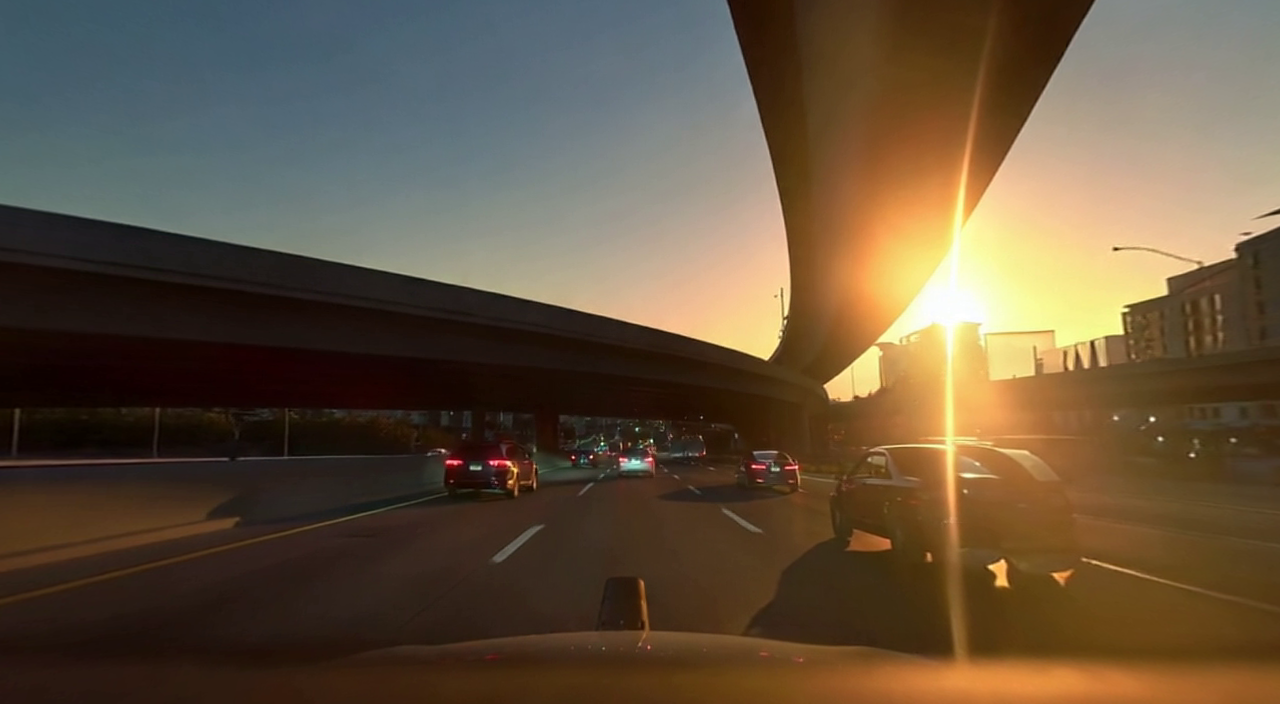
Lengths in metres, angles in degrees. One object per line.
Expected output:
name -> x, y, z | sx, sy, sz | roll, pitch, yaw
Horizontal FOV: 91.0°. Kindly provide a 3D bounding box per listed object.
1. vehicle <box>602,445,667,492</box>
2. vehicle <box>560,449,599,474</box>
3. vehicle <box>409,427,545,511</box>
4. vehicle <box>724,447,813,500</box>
vehicle -> -0.158, 4.102, 22.525 | 2.089, 1.493, 3.964 | 0, -9, 0
vehicle -> -3.645, 6.688, 38.773 | 1.868, 1.431, 4.055 | 0, -9, 2
vehicle -> -3.929, 2.909, 16.145 | 2.142, 1.819, 4.648 | 0, -9, 1
vehicle -> 3.987, 3.805, 20.187 | 1.974, 1.490, 3.994 | 0, -9, 0
